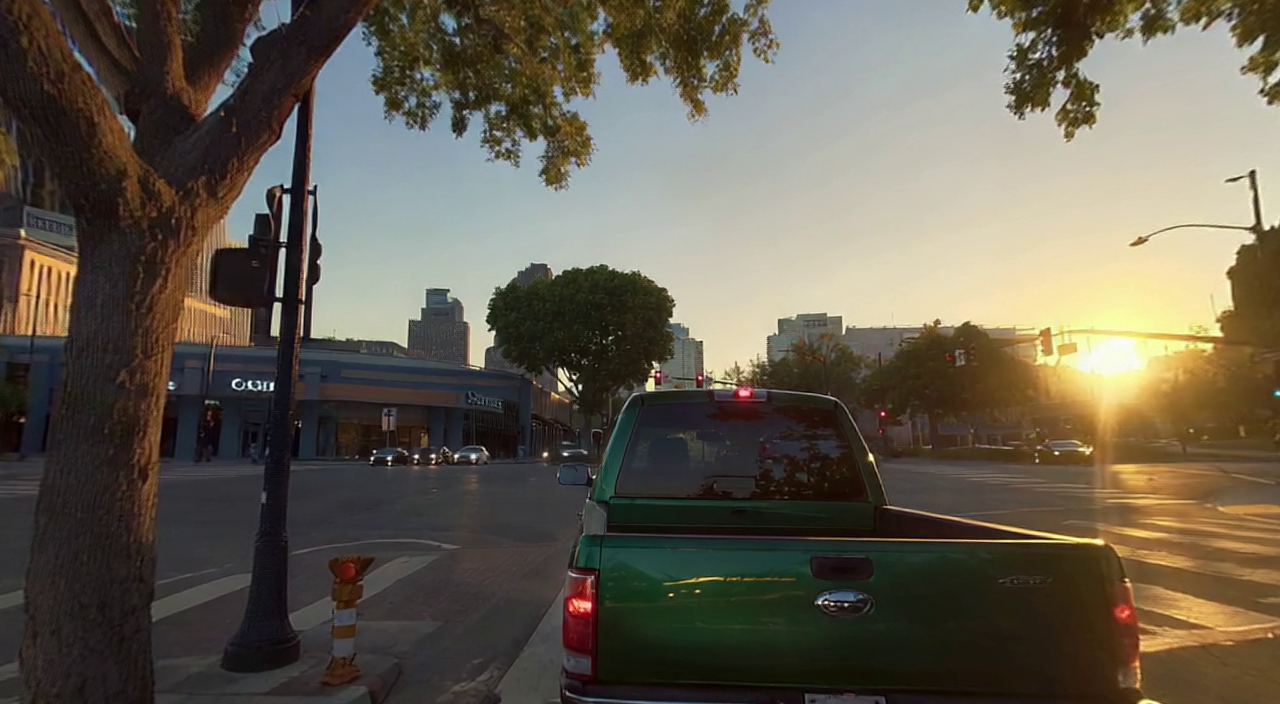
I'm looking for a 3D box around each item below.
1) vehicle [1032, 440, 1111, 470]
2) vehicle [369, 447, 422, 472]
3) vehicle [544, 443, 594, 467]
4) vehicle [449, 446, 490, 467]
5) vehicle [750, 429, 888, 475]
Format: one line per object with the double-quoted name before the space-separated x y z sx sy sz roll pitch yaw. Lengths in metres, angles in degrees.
"vehicle" 26.347 6.267 38.561 4.541 1.731 2.007 5 -10 -28
"vehicle" -16.265 7.144 42.251 1.883 1.586 4.297 0 -9 0
"vehicle" -4.620 6.564 40.439 1.879 1.464 4.457 4 -9 -24
"vehicle" -12.629 7.762 47.081 1.946 1.474 4.008 0 -9 0
"vehicle" 7.908 4.495 28.413 5.667 1.927 2.289 -2 -9 13
